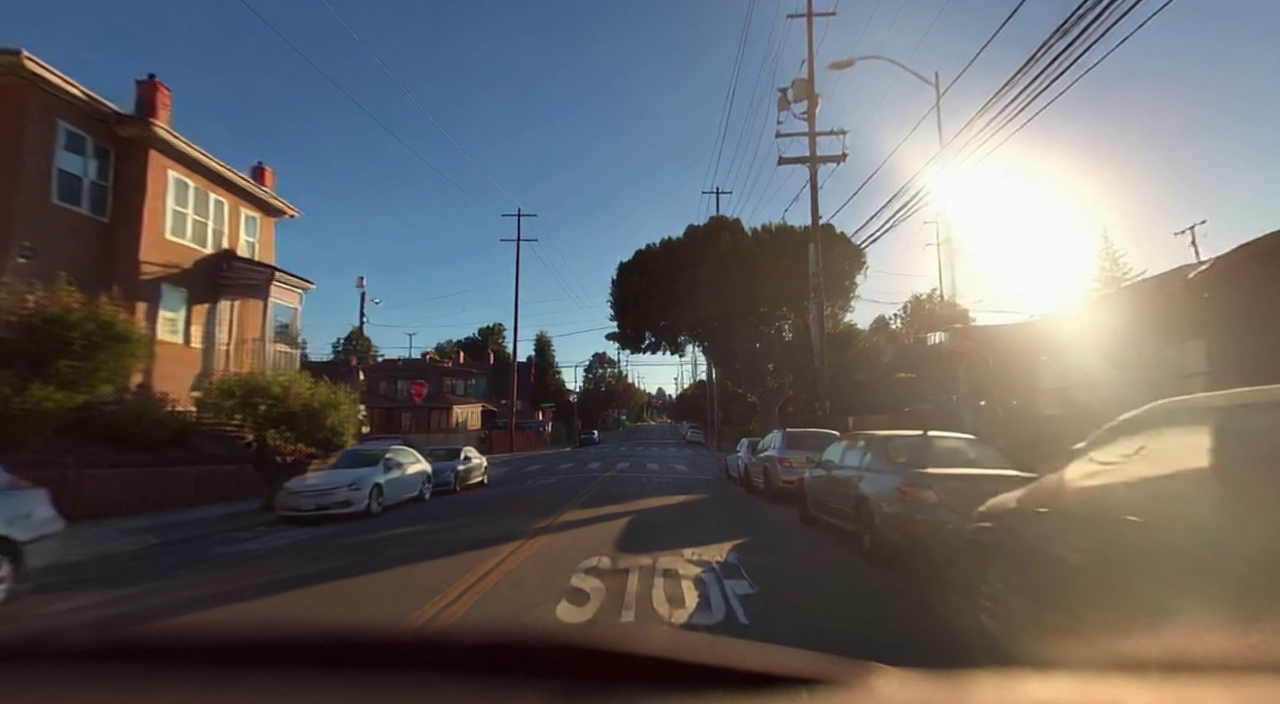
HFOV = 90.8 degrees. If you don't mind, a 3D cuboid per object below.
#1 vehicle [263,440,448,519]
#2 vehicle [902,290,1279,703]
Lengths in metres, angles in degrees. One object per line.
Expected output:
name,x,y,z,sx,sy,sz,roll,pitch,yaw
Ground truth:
vehicle,-6.083,2.734,14.253,2.098,1.454,4.449,0,-8,0
vehicle,3.191,0.776,2.336,2.337,1.838,5.029,0,-8,1
